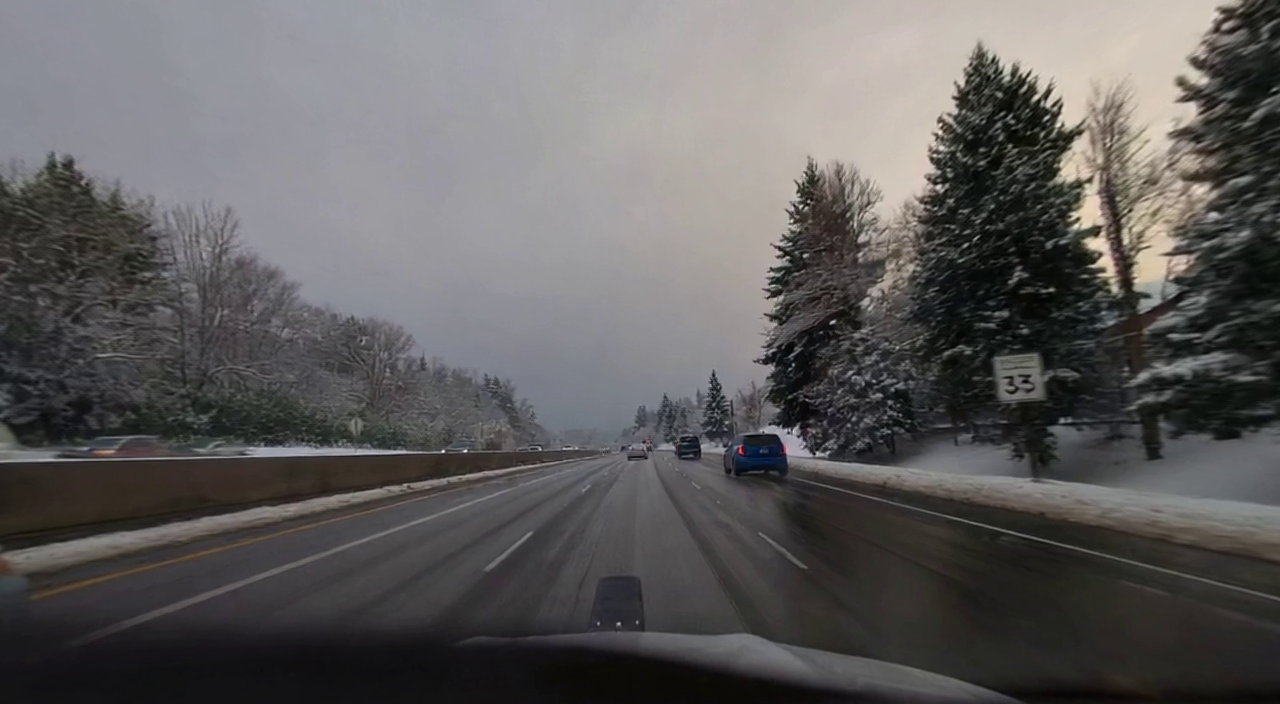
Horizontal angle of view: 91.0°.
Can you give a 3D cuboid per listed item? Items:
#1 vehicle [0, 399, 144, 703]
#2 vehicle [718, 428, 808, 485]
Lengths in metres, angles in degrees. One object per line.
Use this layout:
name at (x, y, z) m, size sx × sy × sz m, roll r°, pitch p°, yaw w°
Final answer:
vehicle at (-3.794, 0.751, 1.218) m, size 2.036 × 1.528 × 4.400 m, roll 0°, pitch -9°, yaw 0°
vehicle at (3.952, 3.442, 20.952) m, size 2.092 × 1.686 × 4.188 m, roll 0°, pitch -9°, yaw -1°
